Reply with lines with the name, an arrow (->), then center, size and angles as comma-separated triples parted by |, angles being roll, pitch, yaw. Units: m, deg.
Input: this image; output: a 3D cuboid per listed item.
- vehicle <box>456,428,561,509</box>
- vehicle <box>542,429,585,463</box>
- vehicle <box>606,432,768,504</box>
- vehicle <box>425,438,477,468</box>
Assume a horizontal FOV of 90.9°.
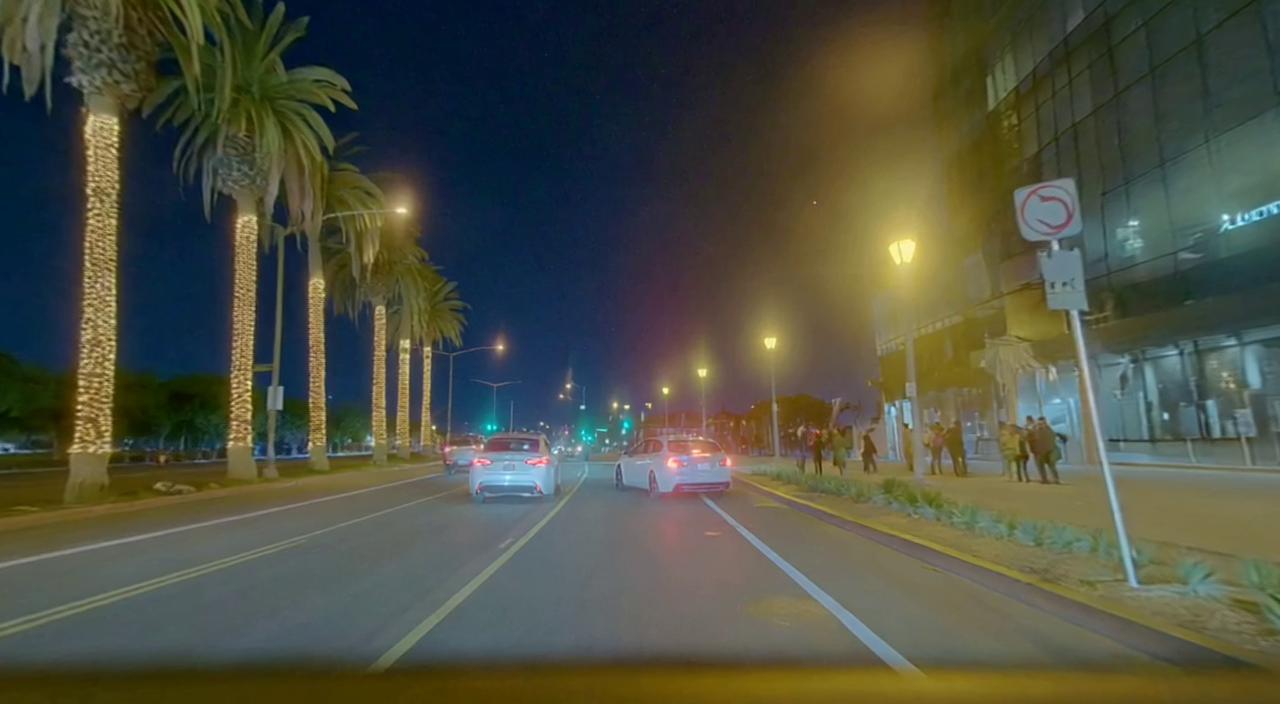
vehicle -> -2.961, 2.719, 15.126 | 2.039, 1.628, 4.331 | 1, -9, -7
vehicle -> -4.643, 5.805, 38.893 | 2.277, 1.937, 4.487 | 0, -9, -2
vehicle -> 0.942, 2.788, 15.617 | 1.930, 1.477, 4.657 | 4, -9, -25
vehicle -> -10.676, 5.707, 35.871 | 1.930, 1.583, 4.423 | 0, -9, -5
